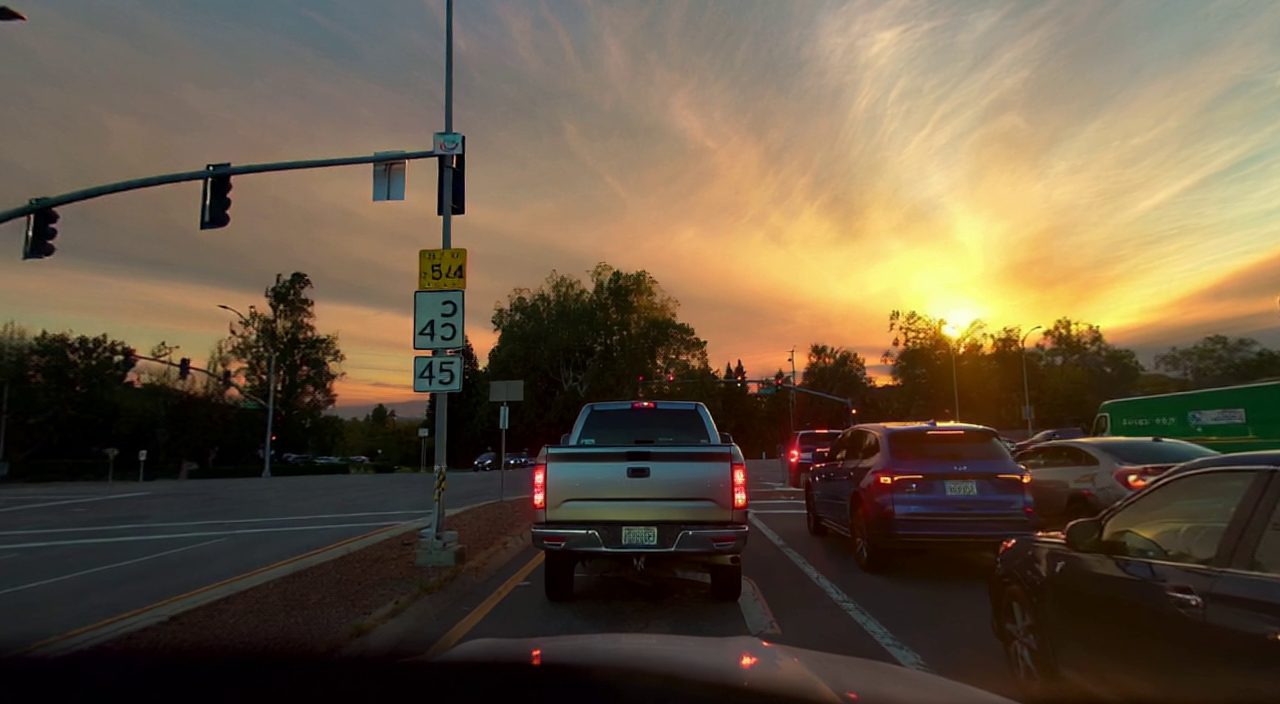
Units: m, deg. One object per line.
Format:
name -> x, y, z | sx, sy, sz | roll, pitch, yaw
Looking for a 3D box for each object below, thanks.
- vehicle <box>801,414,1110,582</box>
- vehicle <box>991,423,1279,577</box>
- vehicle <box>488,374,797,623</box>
vehicle -> 3.585, 1.718, 8.195 | 1.981, 1.616, 4.006 | 0, -8, 1
vehicle -> 6.835, 1.746, 8.280 | 1.973, 1.470, 4.228 | 0, -8, 0
vehicle -> 0.049, 1.469, 7.330 | 2.326, 1.880, 4.964 | 0, -8, 1
